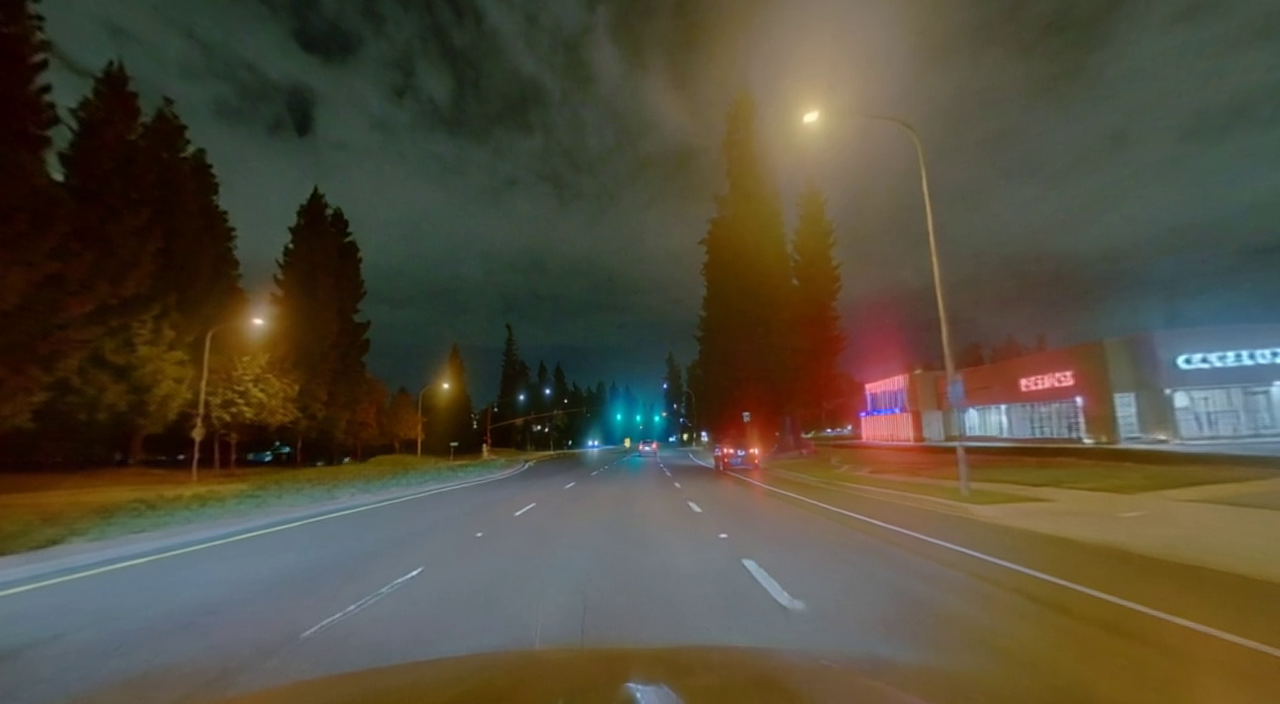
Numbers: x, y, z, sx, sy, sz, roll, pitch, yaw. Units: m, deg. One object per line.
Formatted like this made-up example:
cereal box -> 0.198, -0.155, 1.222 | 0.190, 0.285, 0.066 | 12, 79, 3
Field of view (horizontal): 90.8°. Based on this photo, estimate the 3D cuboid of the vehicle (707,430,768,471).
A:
vehicle -> 5.114, 5.292, 34.114 | 2.476, 2.016, 5.586 | 0, -8, 1
